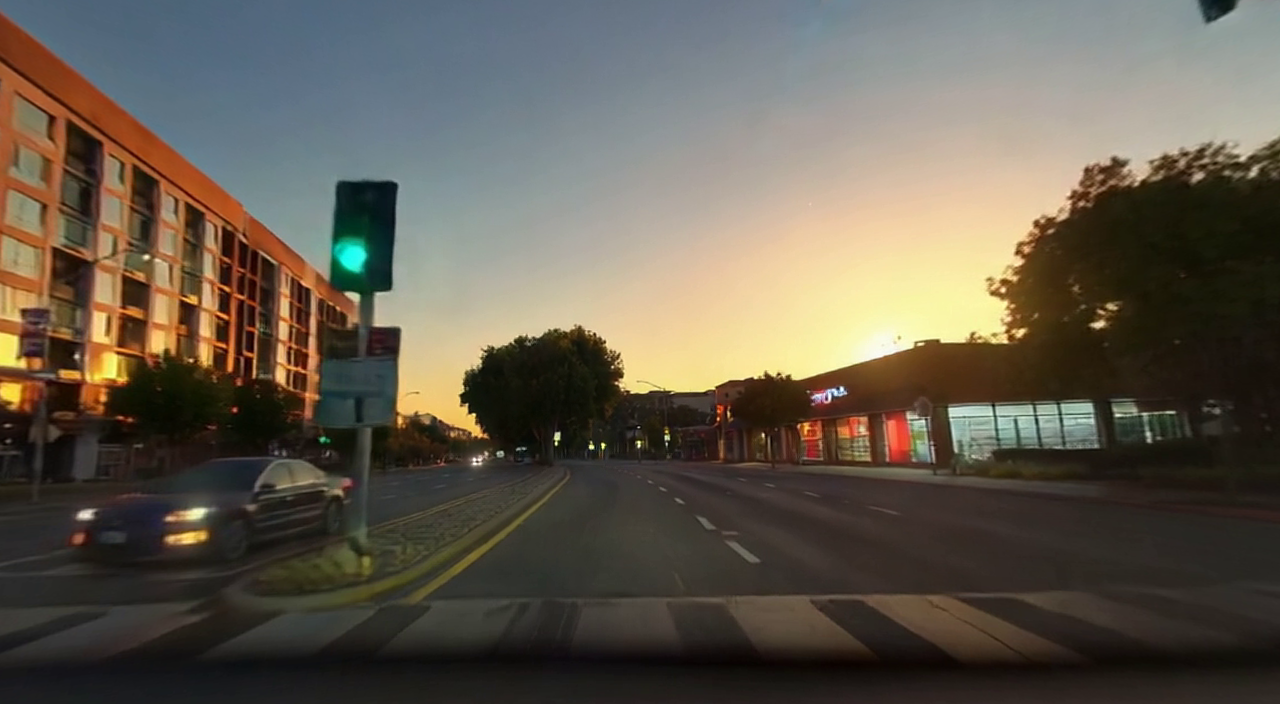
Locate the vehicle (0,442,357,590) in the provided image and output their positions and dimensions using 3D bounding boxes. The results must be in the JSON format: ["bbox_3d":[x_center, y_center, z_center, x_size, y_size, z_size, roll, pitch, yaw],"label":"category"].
[{"bbox_3d":[-5.707,1.983,8.676,1.894,1.474,4.332,0,-8,-4],"label":"vehicle"}]
